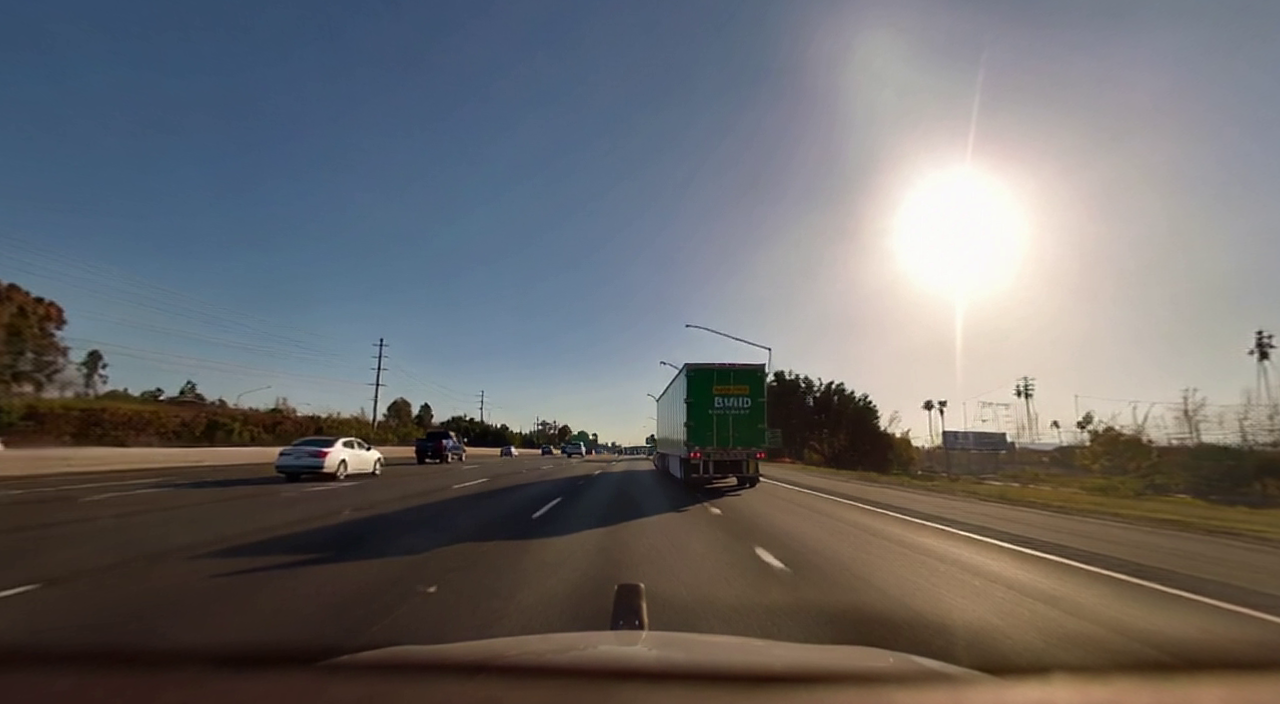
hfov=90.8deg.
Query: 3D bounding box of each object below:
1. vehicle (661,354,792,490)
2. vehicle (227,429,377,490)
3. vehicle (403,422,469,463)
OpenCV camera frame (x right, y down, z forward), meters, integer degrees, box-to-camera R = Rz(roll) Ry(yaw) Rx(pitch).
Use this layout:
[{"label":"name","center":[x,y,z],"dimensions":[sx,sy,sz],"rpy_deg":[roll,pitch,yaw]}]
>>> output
[{"label":"vehicle","center":[2.764,3.107,25.990],"dimensions":[2.891,3.944,15.051],"rpy_deg":[0,-8,-2]},{"label":"vehicle","center":[-10.458,3.358,20.082],"dimensions":[2.045,1.697,4.844],"rpy_deg":[0,-8,0]},{"label":"vehicle","center":[-13.690,6.145,42.870],"dimensions":[2.307,2.571,6.260],"rpy_deg":[0,-8,1]}]
